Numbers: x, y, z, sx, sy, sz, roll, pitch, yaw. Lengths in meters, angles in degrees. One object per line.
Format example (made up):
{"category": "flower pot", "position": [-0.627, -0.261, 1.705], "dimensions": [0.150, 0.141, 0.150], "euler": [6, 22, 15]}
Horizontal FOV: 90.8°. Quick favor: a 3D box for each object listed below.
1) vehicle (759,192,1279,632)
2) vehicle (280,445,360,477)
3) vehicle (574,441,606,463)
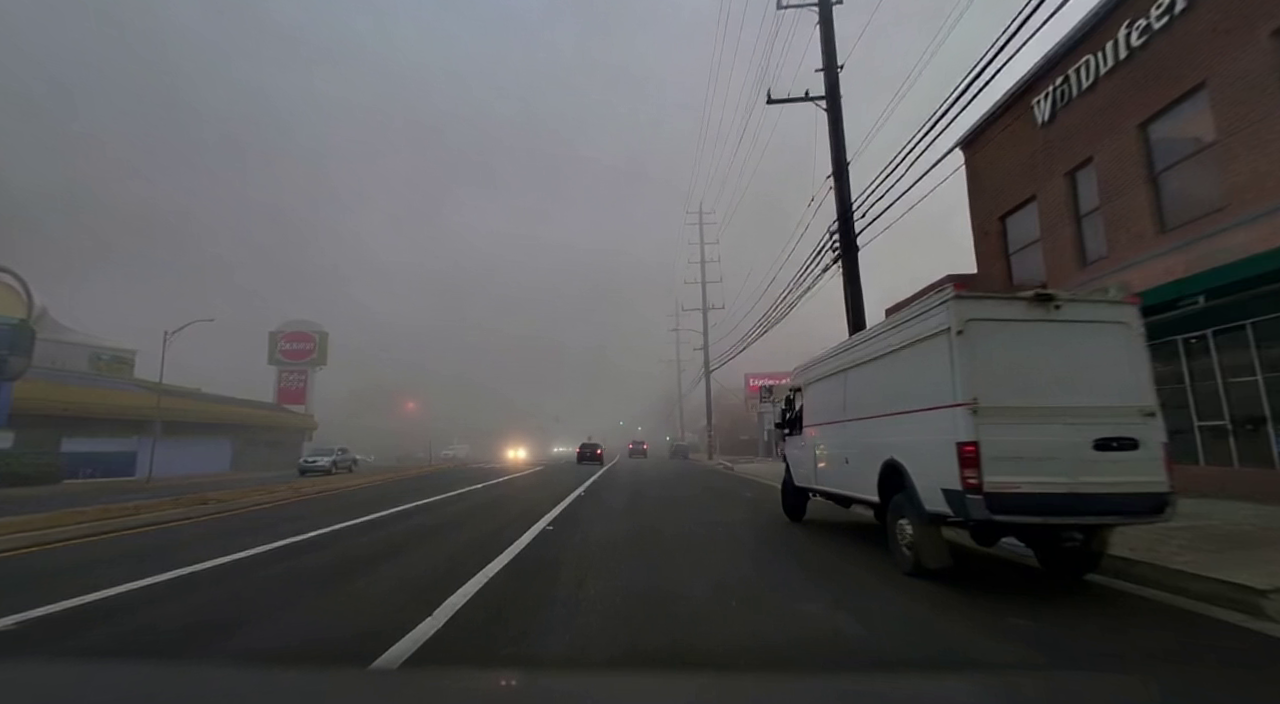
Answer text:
{"category": "vehicle", "position": [3.875, 0.931, 8.392], "dimensions": [3.089, 3.207, 7.611], "euler": [0, -9, 0]}
{"category": "vehicle", "position": [-18.509, 6.309, 36.806], "dimensions": [2.144, 1.725, 4.716], "euler": [0, -9, 0]}
{"category": "vehicle", "position": [-3.724, 7.532, 47.690], "dimensions": [2.179, 1.490, 4.742], "euler": [0, -9, -2]}
